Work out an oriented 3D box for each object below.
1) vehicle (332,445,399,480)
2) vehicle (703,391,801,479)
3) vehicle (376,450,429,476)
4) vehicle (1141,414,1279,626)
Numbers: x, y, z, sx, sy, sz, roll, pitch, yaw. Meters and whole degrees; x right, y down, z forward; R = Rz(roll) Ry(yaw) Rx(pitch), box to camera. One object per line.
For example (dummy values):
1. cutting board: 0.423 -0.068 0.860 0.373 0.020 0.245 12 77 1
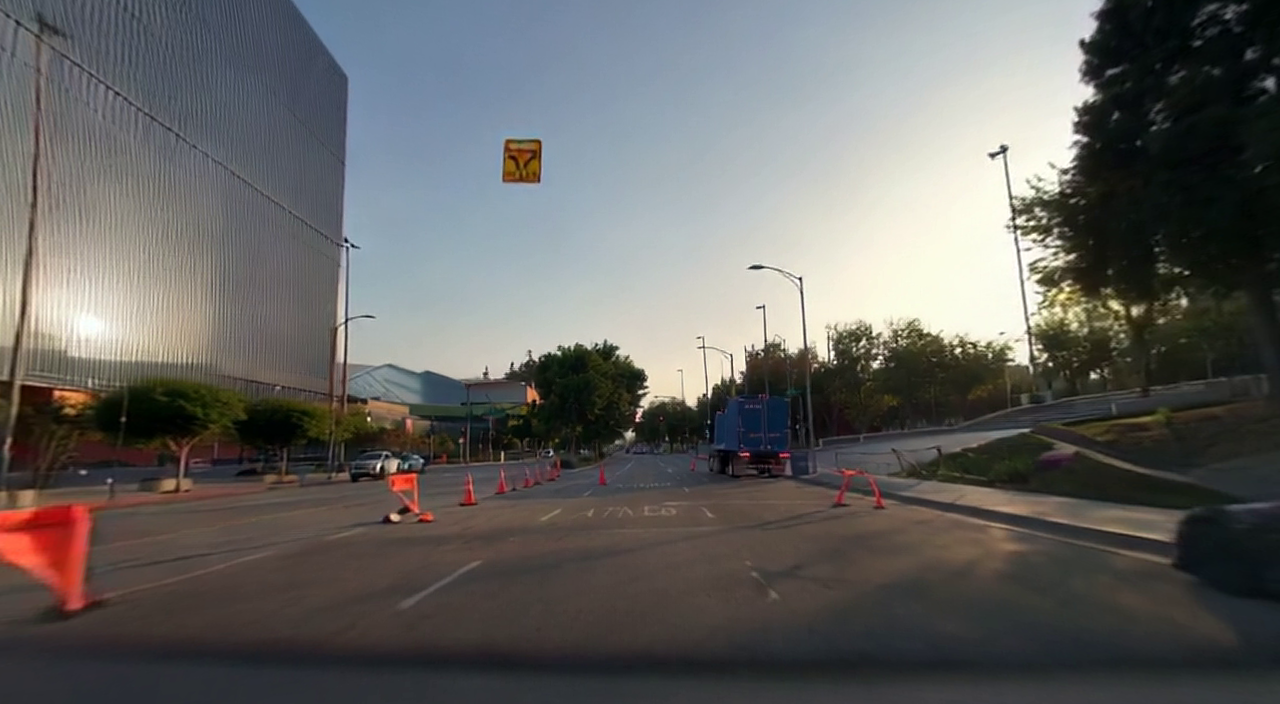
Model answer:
1. vehicle: -16.801 6.767 39.005 1.937 1.984 4.928 0 -9 0
2. vehicle: 5.470 4.440 33.140 3.176 3.913 9.805 0 -9 -1
3. vehicle: -16.795 7.834 44.858 1.925 1.665 4.893 0 -9 -1
4. vehicle: 6.035 1.154 3.914 2.098 1.619 4.433 0 -9 -2
